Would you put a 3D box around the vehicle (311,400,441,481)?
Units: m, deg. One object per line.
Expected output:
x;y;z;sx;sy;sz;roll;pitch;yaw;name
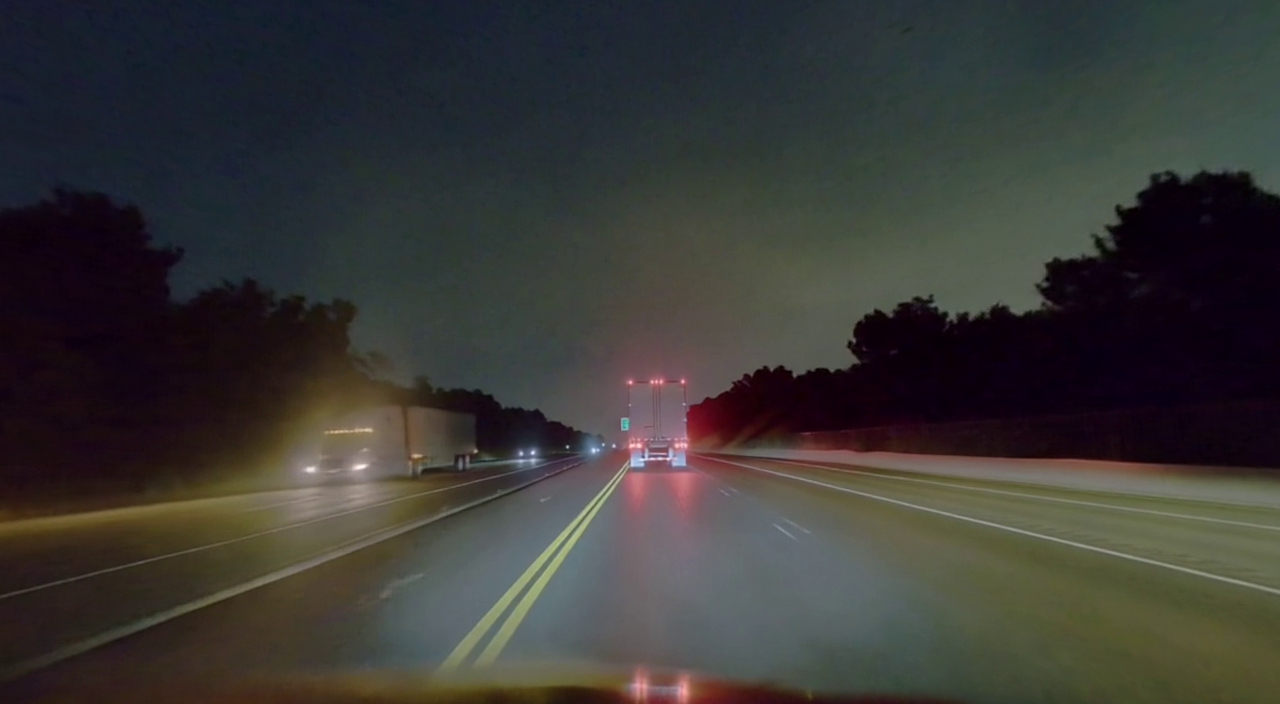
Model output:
-14.775;5.112;36.449;3.041;4.004;10.215;0;-8;0;vehicle

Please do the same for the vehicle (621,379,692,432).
0.529;2.297;25.800;2.509;1.890;4.732;0;-8;-3;vehicle
